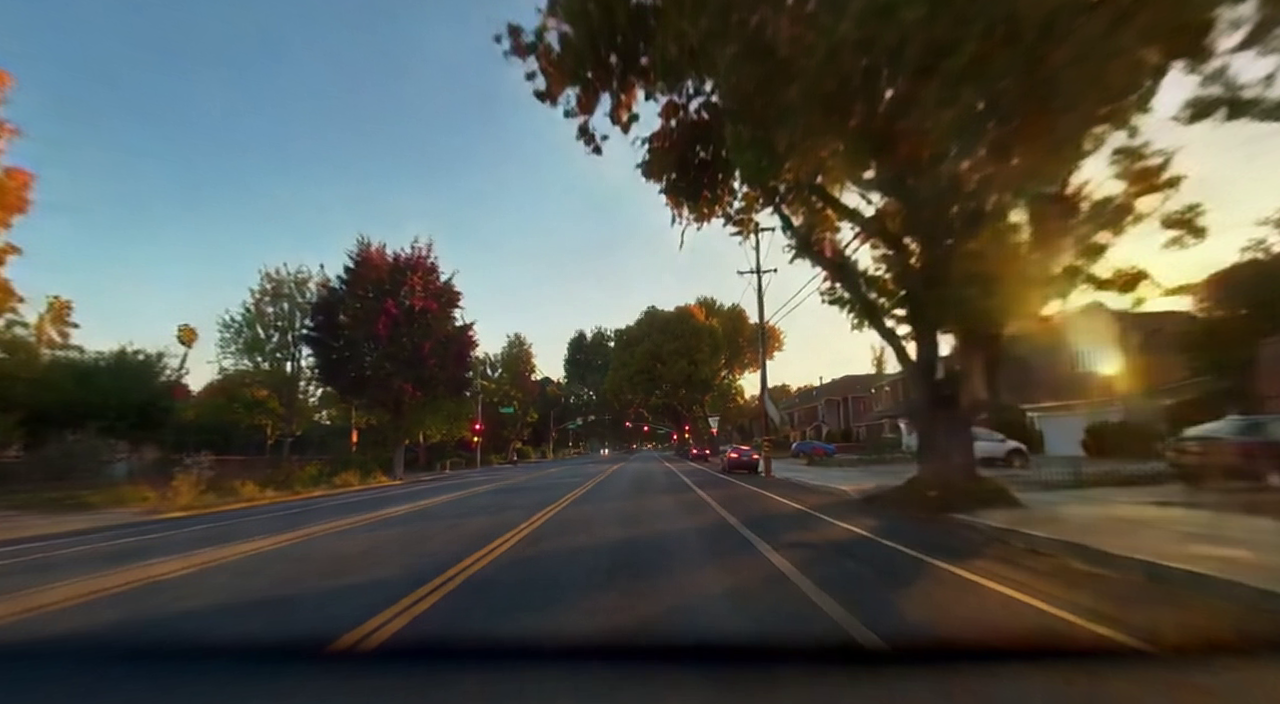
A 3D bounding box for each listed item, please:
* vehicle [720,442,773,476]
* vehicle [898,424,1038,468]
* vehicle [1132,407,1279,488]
[{"bbox_3d":[5.263,5.330,31.606,1.955,1.549,4.129,0,-8,0],"label":"vehicle"},{"bbox_3d":[12.946,3.744,25.129,4.476,1.686,1.878,0,-8,1],"label":"vehicle"},{"bbox_3d":[13.261,1.954,12.985,4.389,1.530,1.992,-1,-8,6],"label":"vehicle"}]
